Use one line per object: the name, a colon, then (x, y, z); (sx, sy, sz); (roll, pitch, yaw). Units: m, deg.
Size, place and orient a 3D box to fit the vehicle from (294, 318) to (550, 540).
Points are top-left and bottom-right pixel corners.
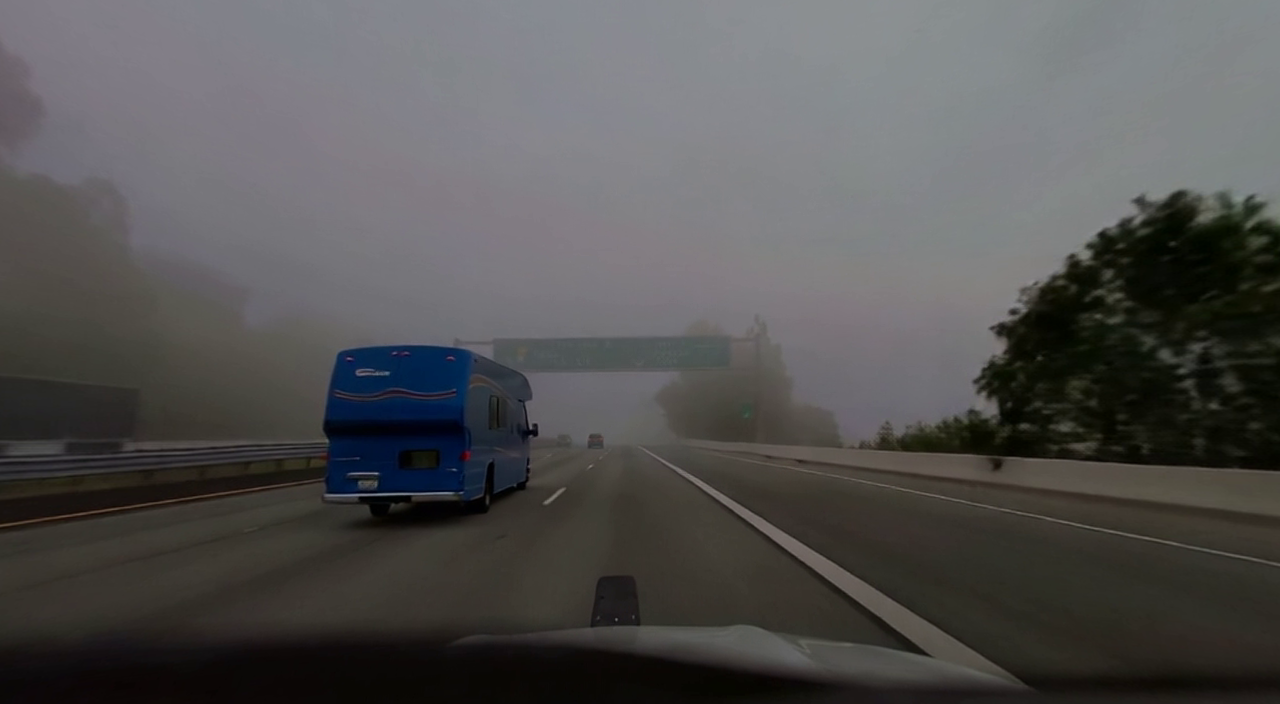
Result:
vehicle: (-3.823, 1.580, 13.234); (2.676, 3.269, 7.388); (-2, -7, 1)
